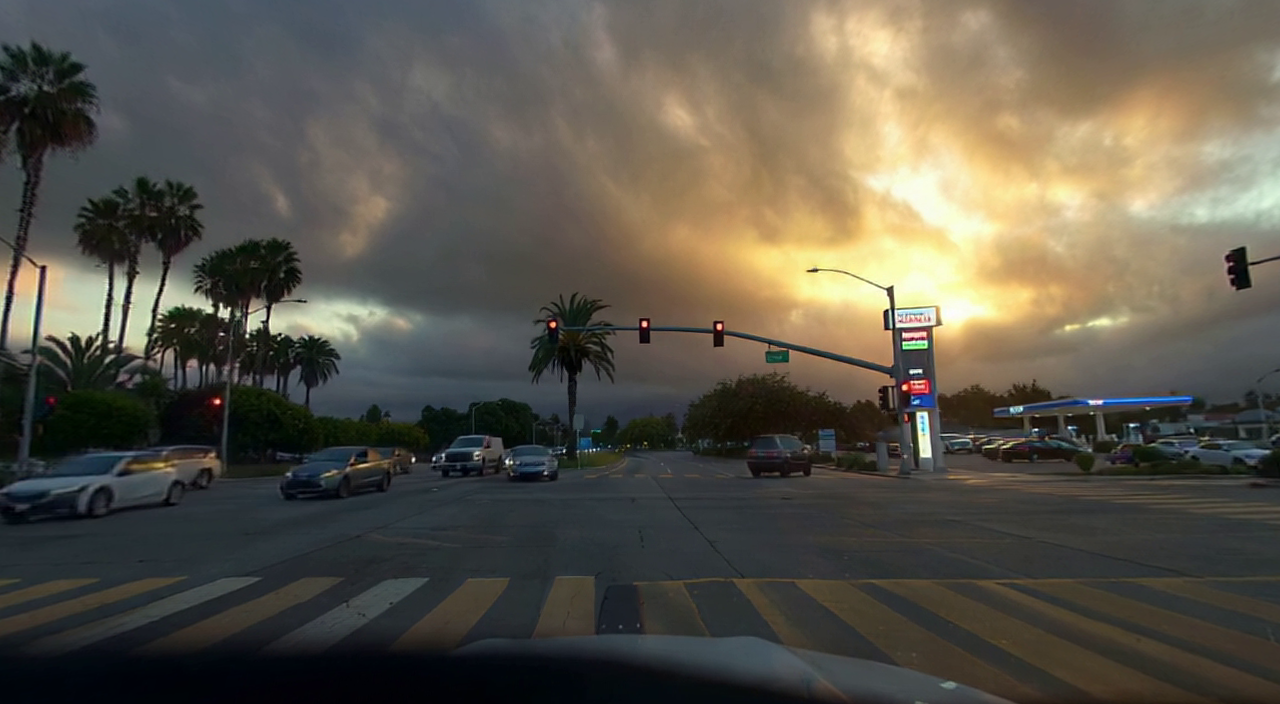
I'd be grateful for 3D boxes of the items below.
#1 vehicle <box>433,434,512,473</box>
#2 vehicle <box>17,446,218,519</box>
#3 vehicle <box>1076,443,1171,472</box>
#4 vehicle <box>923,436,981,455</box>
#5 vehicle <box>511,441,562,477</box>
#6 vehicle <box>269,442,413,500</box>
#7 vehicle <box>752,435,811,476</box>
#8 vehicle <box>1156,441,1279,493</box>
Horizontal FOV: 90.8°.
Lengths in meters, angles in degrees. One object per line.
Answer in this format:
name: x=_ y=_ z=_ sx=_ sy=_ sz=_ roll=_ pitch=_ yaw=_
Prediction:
vehicle: x=-8.668 y=5.337 z=33.407 sx=2.609 sy=1.865 sz=5.875 roll=0 pitch=-9 yaw=0
vehicle: x=-11.871 y=2.935 z=14.706 sx=1.633 sy=1.460 sz=3.540 roll=0 pitch=-9 yaw=-1
vehicle: x=24.253 y=5.299 z=31.744 sx=3.474 sy=1.376 sz=1.538 roll=0 pitch=-9 yaw=-2
vehicle: x=22.525 y=6.765 z=45.666 sx=3.356 sy=1.395 sz=1.559 roll=0 pitch=-9 yaw=-1
vehicle: x=-4.642 y=4.872 z=28.954 sx=2.079 sy=1.490 sz=5.064 roll=1 pitch=-9 yaw=-7
vehicle: x=-8.750 y=3.515 z=19.086 sx=2.034 sy=1.510 sz=4.647 roll=0 pitch=-9 yaw=1
vehicle: x=6.802 y=4.885 z=29.961 sx=1.929 sy=1.719 sz=4.892 roll=-3 pitch=-9 yaw=21
vehicle: x=18.667 y=3.403 z=18.827 sx=5.015 sy=1.446 sz=1.862 roll=0 pitch=-9 yaw=-3
